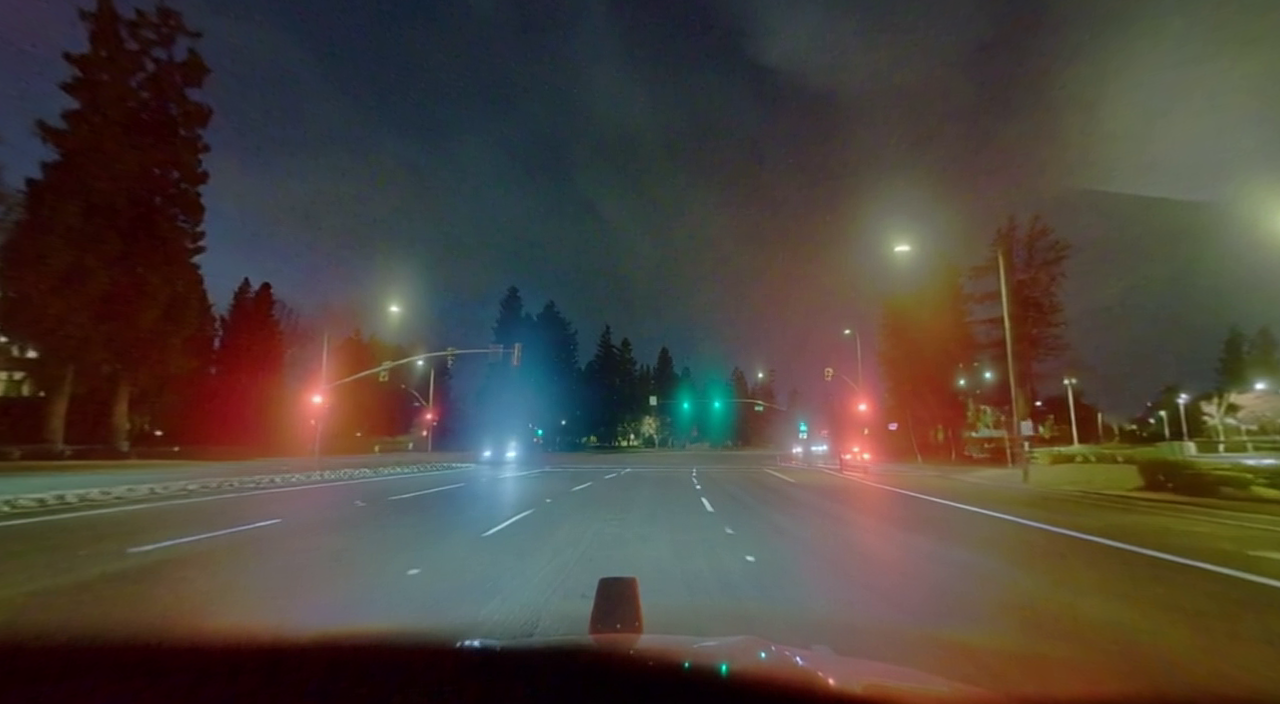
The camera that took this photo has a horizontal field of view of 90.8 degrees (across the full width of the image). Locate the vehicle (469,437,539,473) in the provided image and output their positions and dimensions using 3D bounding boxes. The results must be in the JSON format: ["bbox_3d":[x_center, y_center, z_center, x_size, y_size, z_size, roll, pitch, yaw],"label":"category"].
[{"bbox_3d":[-6.150,4.712,29.147,1.893,1.503,4.309,-1,-8,6],"label":"vehicle"}]
